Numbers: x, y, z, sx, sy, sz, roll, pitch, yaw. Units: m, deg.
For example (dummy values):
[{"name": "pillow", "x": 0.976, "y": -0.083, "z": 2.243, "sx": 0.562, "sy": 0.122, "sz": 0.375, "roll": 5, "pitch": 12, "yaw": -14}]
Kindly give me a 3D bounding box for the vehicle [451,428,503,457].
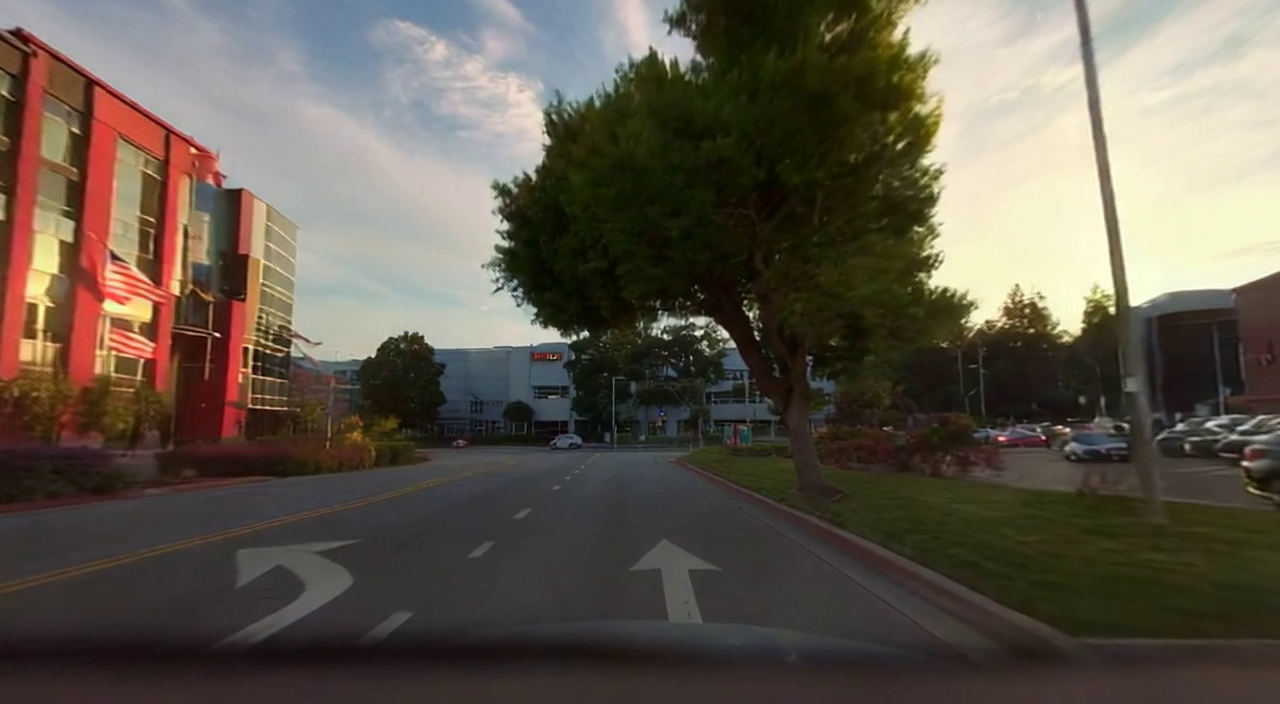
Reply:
[{"name": "vehicle", "x": -8.703, "y": 4.866, "z": 33.996, "sx": 1.919, "sy": 1.484, "sz": 3.879, "roll": 0, "pitch": -8, "yaw": -3}]
